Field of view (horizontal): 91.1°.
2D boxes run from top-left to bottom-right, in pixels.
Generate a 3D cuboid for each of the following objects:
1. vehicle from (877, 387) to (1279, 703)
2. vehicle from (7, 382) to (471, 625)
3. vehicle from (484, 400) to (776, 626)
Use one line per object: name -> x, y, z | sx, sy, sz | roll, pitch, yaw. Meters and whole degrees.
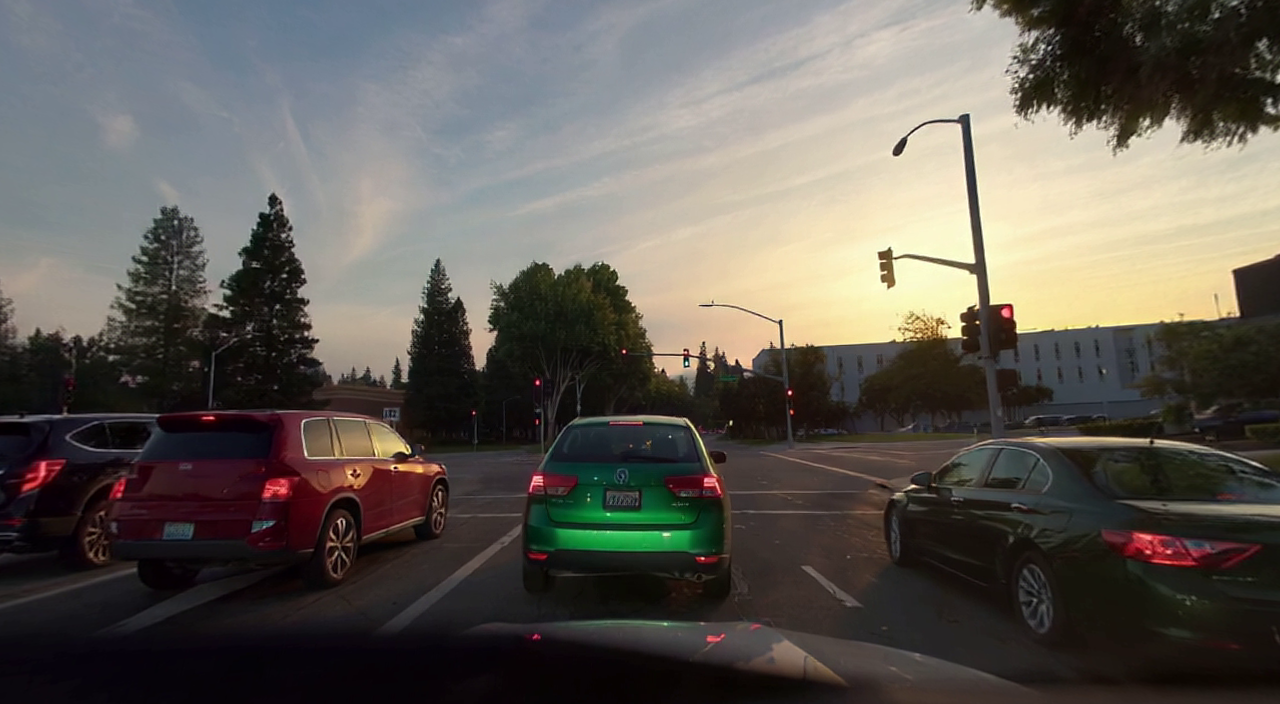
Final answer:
vehicle -> 3.591, 1.201, 4.604 | 2.010, 1.486, 4.498 | 0, -8, 1
vehicle -> -3.554, 1.423, 6.855 | 2.014, 1.755, 4.360 | 0, -8, 3
vehicle -> -0.051, 1.398, 6.306 | 2.047, 1.579, 3.642 | 0, -8, 1
